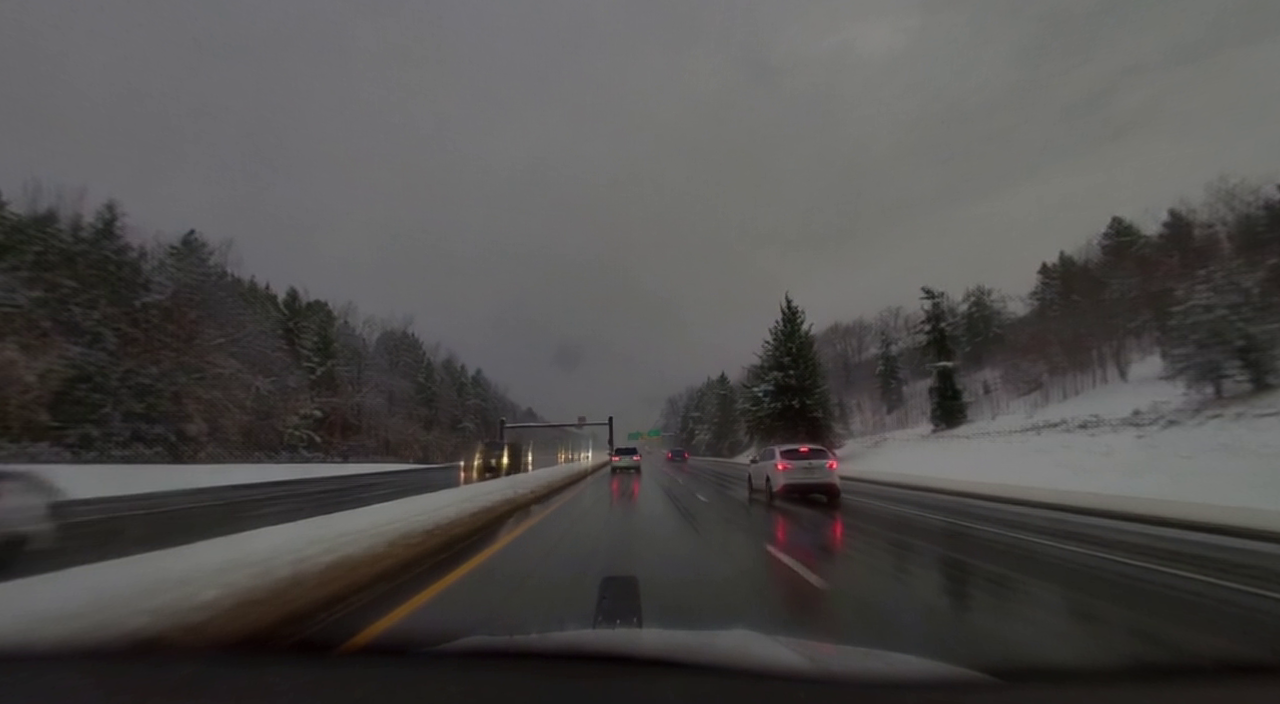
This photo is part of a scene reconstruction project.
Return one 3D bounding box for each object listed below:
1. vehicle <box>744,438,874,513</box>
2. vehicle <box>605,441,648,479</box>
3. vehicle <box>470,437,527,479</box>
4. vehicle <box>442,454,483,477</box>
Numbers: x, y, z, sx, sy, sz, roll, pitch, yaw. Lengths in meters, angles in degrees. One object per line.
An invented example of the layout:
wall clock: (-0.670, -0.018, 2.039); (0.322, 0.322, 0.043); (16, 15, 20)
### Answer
vehicle: (3.828, 2.853, 15.049); (1.843, 1.505, 4.339); (0, -9, -1)
vehicle: (-0.628, 5.166, 30.249); (1.937, 1.699, 3.936); (-1, -9, 0)
vehicle: (-9.541, 7.187, 42.812); (2.447, 2.609, 5.829); (-1, -9, 1)
vehicle: (-13.422, 8.578, 47.657); (1.885, 1.545, 4.338); (-1, -9, 0)
